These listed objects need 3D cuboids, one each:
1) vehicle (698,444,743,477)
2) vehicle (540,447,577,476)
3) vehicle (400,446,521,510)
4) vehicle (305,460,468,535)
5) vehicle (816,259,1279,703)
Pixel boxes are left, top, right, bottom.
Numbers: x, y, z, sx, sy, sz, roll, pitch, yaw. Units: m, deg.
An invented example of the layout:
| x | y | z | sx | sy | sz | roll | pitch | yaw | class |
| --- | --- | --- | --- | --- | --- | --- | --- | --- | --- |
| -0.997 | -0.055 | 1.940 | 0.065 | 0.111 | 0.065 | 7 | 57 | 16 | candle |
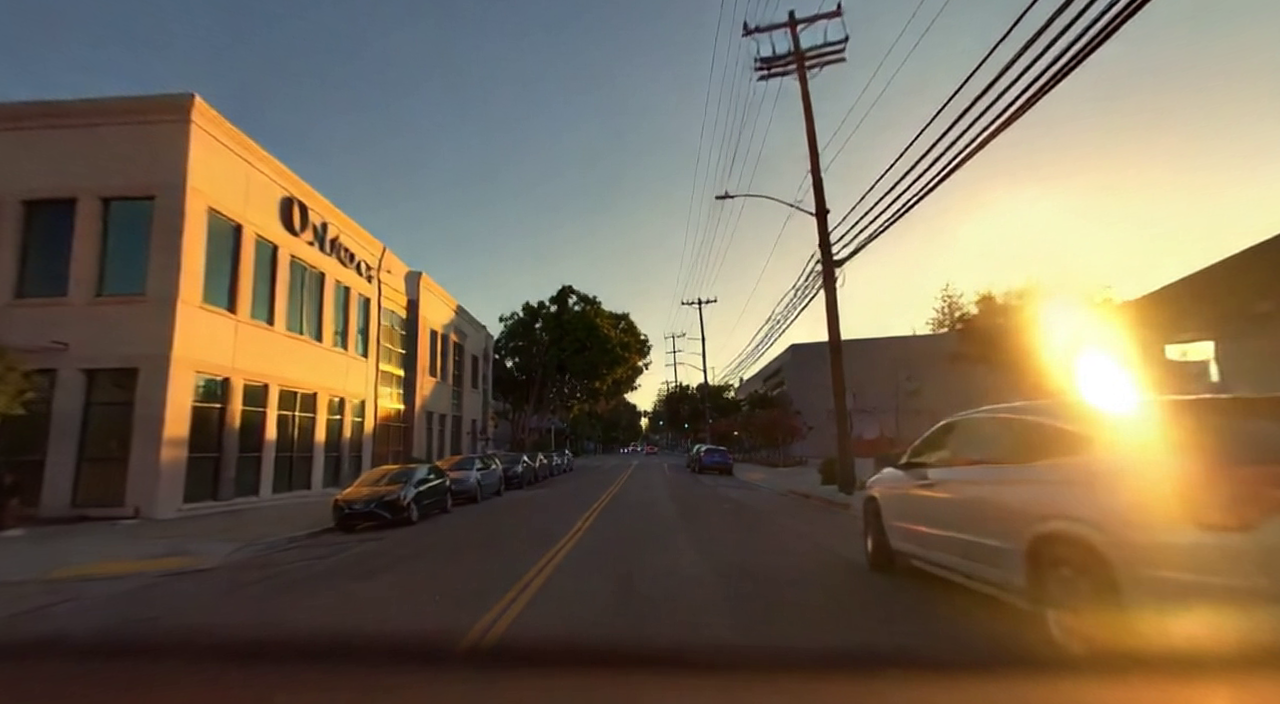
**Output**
| x | y | z | sx | sy | sz | roll | pitch | yaw | class |
| --- | --- | --- | --- | --- | --- | --- | --- | --- | --- |
| 4.184 | 5.725 | 33.542 | 1.948 | 1.607 | 4.873 | 0 | -9 | 2 | vehicle |
| -5.527 | 7.537 | 43.536 | 2.126 | 1.864 | 4.831 | 0 | -9 | -3 | vehicle |
| -5.663 | 4.032 | 20.753 | 2.286 | 1.836 | 5.088 | 0 | -9 | 2 | vehicle |
| -5.881 | 3.413 | 15.380 | 1.982 | 1.453 | 4.577 | 0 | -9 | 1 | vehicle |
| 3.592 | 1.166 | 5.202 | 2.485 | 2.123 | 6.029 | 0 | -9 | 0 | vehicle |
